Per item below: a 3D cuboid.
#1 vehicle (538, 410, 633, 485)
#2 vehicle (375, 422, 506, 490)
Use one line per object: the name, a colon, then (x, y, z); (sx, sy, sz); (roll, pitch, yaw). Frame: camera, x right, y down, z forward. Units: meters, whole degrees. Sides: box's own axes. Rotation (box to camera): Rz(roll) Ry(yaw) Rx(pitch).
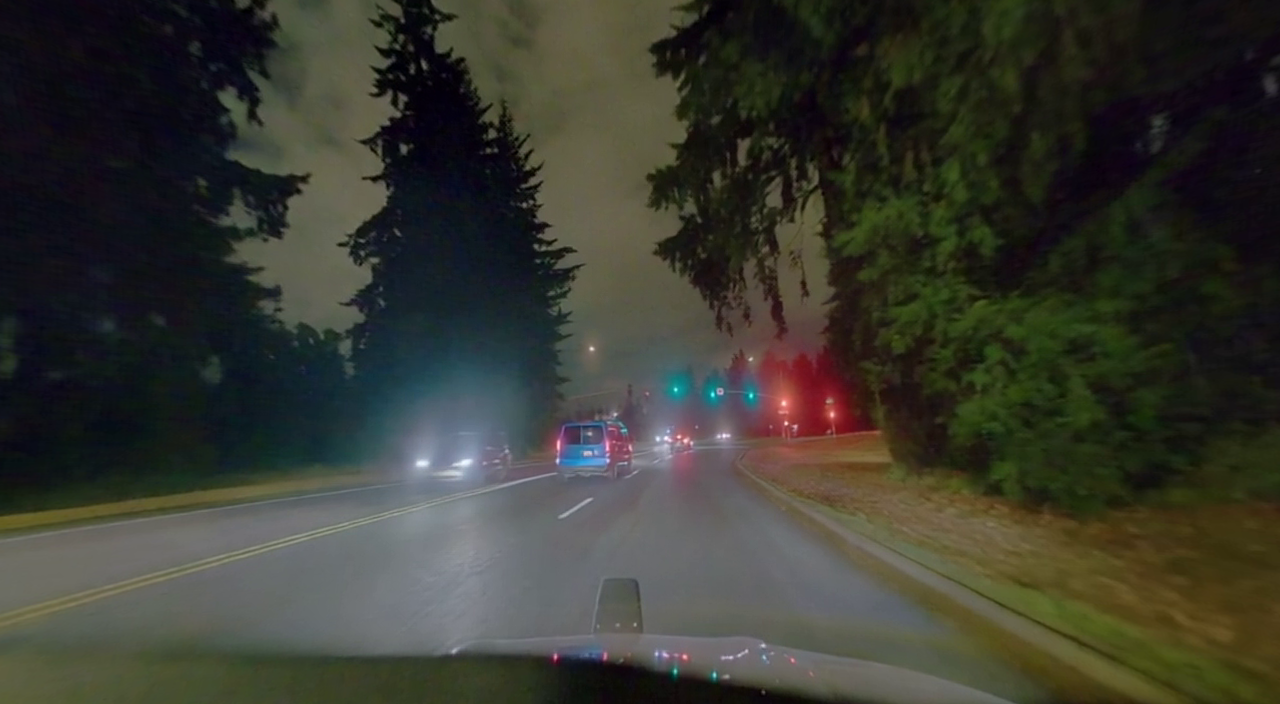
vehicle: (-1.625, 3.168, 21.021); (2.362, 2.185, 5.212); (-1, -8, 4)
vehicle: (-5.494, 2.973, 18.087); (1.968, 1.674, 4.451); (-2, -9, 5)
